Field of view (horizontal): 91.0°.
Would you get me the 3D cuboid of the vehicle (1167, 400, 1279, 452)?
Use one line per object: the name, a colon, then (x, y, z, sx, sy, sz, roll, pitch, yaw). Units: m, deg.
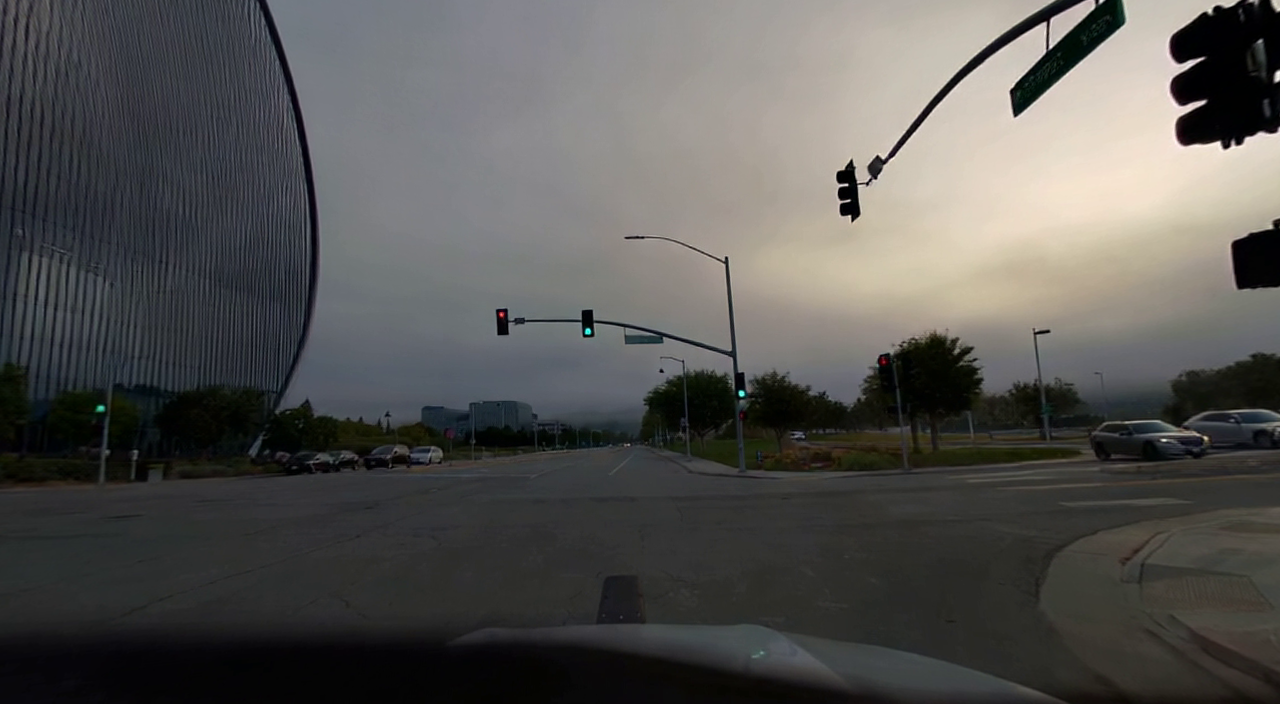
vehicle: (24.406, 3.024, 25.192, 2.109, 1.836, 5.080, -2, -10, -1)

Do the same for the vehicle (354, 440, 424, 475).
vehicle: (-14.886, 6.284, 37.639, 2.091, 1.915, 5.040, 0, -9, 0)

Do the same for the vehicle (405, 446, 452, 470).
vehicle: (-15.136, 7.599, 45.284, 1.932, 1.605, 4.146, 1, -9, -1)

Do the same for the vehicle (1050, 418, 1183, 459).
vehicle: (19.065, 3.524, 25.510, 1.834, 1.480, 4.458, 1, -9, -1)

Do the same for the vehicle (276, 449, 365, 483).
vehicle: (-14.816, 5.291, 29.535, 1.790, 1.437, 4.349, 0, -9, 2)
